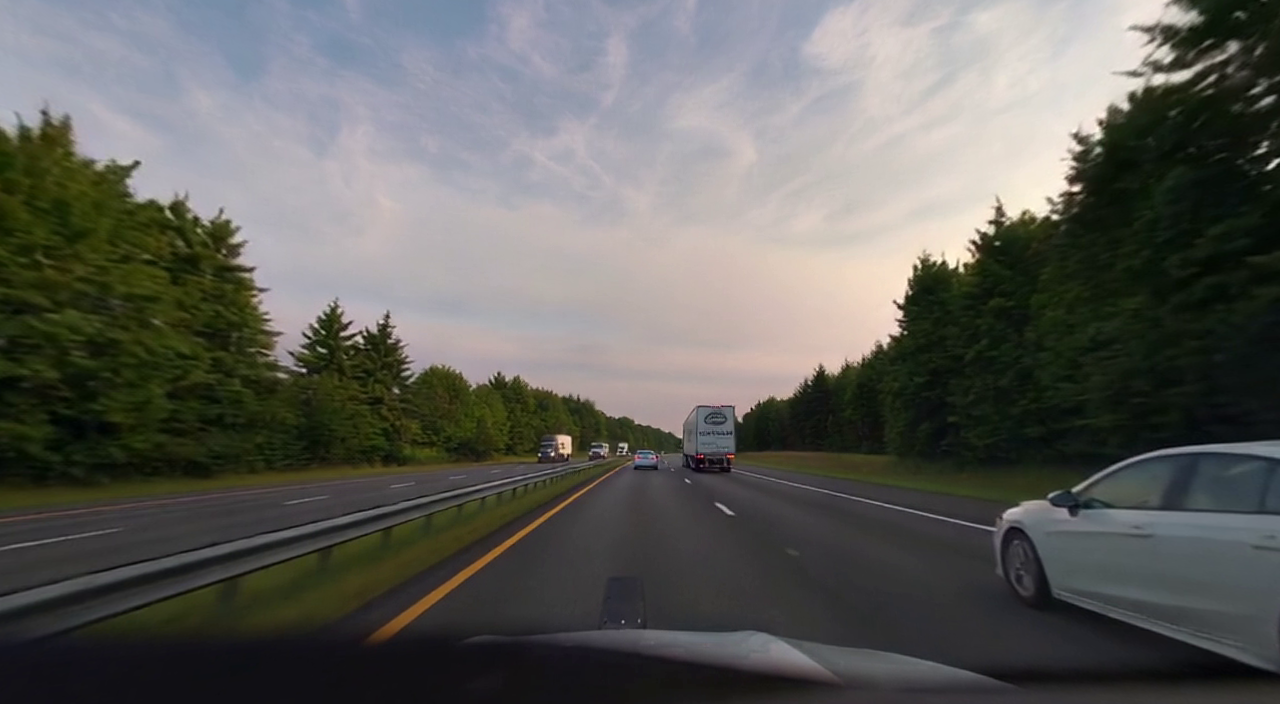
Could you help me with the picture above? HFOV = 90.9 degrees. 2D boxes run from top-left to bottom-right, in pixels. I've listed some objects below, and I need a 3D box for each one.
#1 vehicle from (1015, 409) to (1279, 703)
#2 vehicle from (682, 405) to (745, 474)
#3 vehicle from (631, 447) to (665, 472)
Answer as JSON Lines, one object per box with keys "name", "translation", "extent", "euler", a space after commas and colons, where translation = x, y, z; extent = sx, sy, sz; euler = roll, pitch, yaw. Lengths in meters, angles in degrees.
{"name": "vehicle", "translation": [4.221, 1.088, 3.284], "extent": [2.169, 1.531, 3.775], "euler": [0, -9, 0]}
{"name": "vehicle", "translation": [4.858, 6.362, 44.972], "extent": [2.909, 4.074, 14.457], "euler": [0, -9, 1]}
{"name": "vehicle", "translation": [0.513, 6.752, 39.780], "extent": [2.074, 1.475, 3.960], "euler": [0, -9, 1]}
